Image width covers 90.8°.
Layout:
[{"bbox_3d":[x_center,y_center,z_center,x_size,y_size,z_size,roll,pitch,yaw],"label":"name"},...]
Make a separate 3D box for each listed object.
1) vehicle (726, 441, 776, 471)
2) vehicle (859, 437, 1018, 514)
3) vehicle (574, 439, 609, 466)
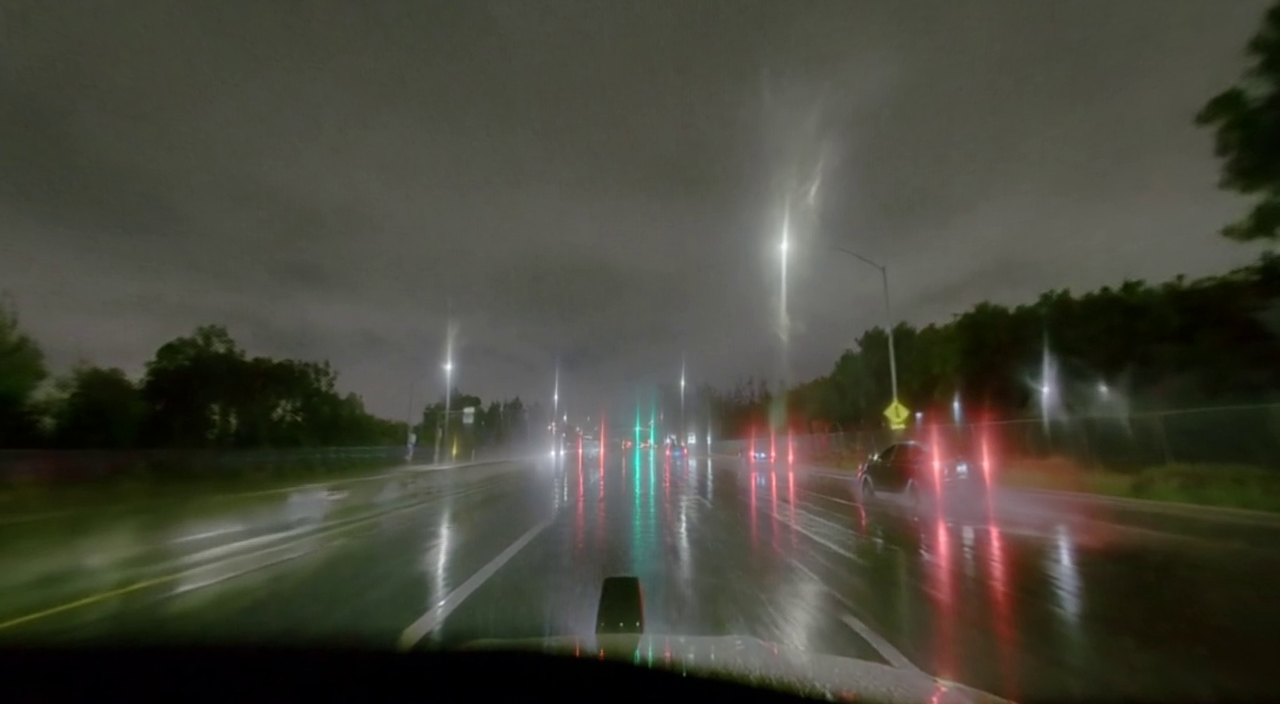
[{"bbox_3d":[6.304,5.974,36.405,1.987,1.597,4.463,0,-8,-1],"label":"vehicle"},{"bbox_3d":[6.688,2.772,14.669,1.838,1.518,3.713,0,-8,0],"label":"vehicle"},{"bbox_3d":[-3.553,7.462,47.077,2.230,1.827,4.406,0,-8,0],"label":"vehicle"}]
